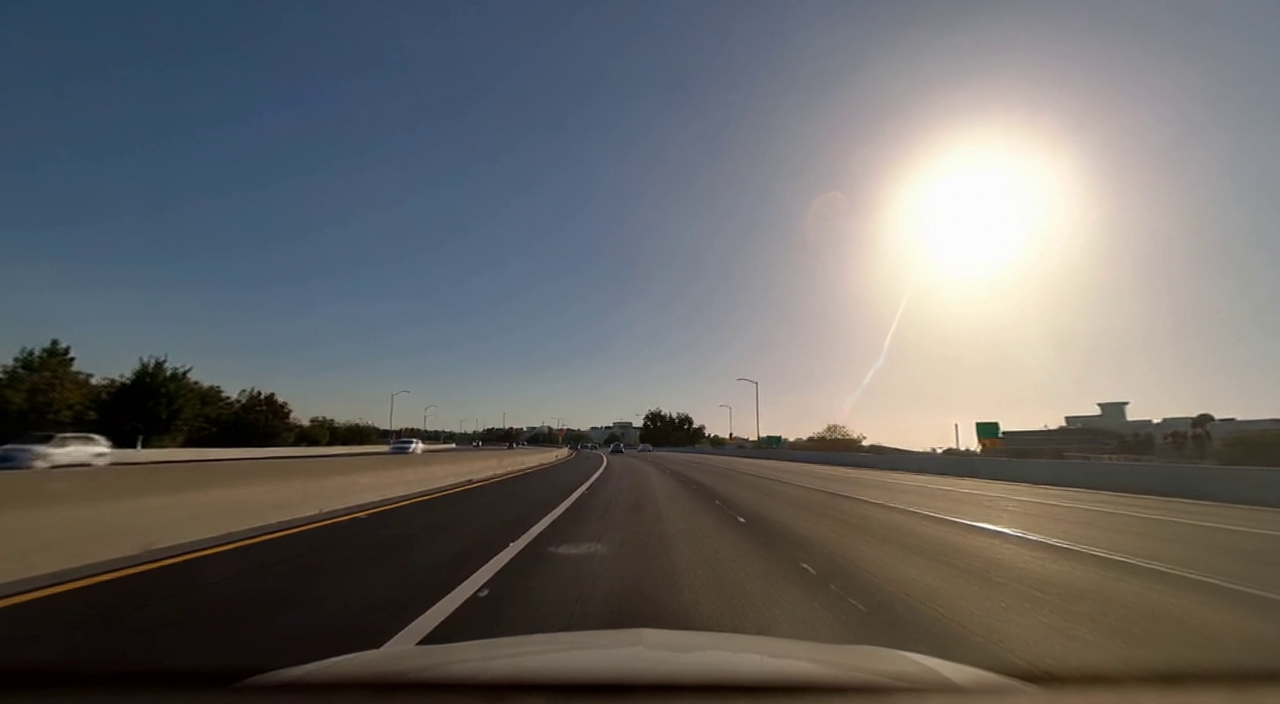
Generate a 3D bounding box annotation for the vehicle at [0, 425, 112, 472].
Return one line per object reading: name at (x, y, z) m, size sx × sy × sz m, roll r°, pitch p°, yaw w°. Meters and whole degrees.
vehicle at (-24.520, 3.931, 25.631) m, size 2.128 × 1.717 × 4.624 m, roll 0°, pitch -9°, yaw -1°
